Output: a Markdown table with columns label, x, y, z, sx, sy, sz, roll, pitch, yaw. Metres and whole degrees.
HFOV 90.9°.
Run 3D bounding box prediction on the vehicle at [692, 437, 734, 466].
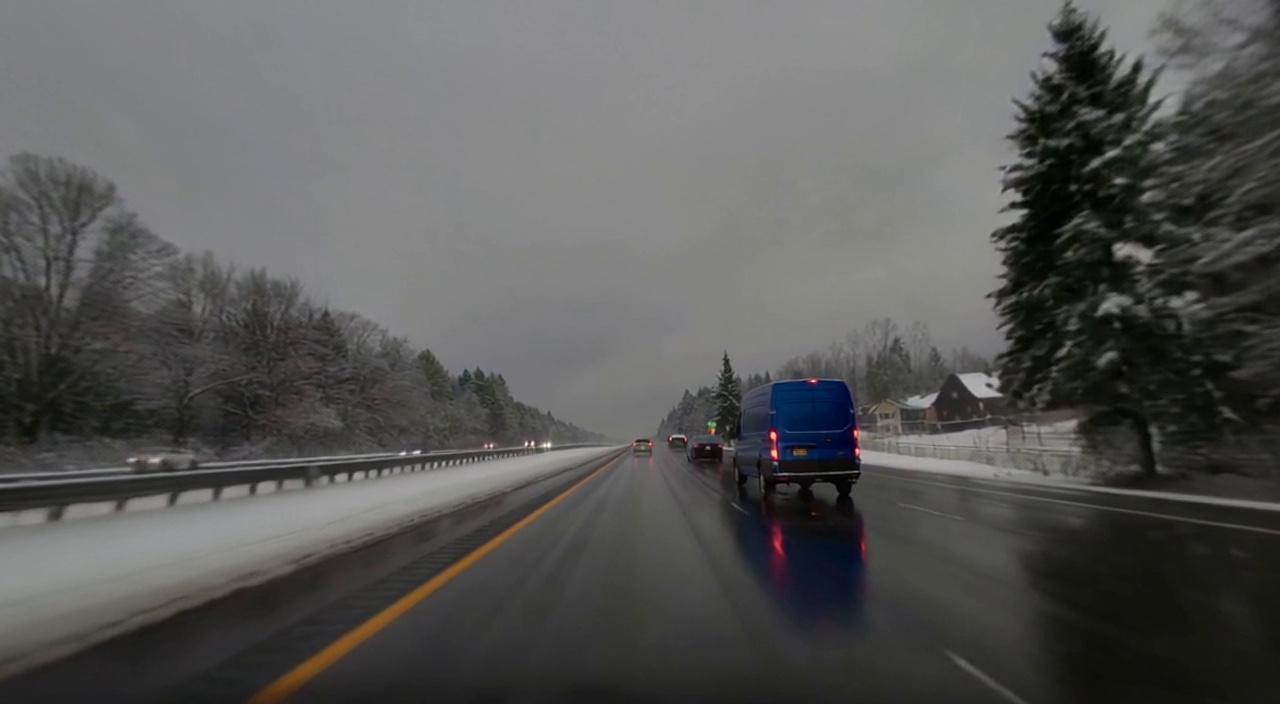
| label | x | y | z | sx | sy | sz | roll | pitch | yaw |
| --- | --- | --- | --- | --- | --- | --- | --- | --- | --- |
| vehicle | 4.411 | 6.102 | 38.722 | 2.034 | 1.651 | 4.342 | 0 | -8 | 0 |

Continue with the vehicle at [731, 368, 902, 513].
| label | x | y | z | sx | sy | sz | roll | pitch | yaw |
| --- | --- | --- | --- | --- | --- | --- | --- | --- | --- |
| vehicle | 3.680 | 2.062 | 14.680 | 2.302 | 2.670 | 5.912 | 0 | -8 | 1 |

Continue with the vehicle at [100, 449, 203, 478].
| label | x | y | z | sx | sy | sz | roll | pitch | yaw |
| --- | --- | --- | --- | --- | --- | --- | --- | --- | --- |
| vehicle | -28.631 | 6.517 | 37.212 | 2.204 | 1.510 | 4.806 | 0 | -8 | 1 |
